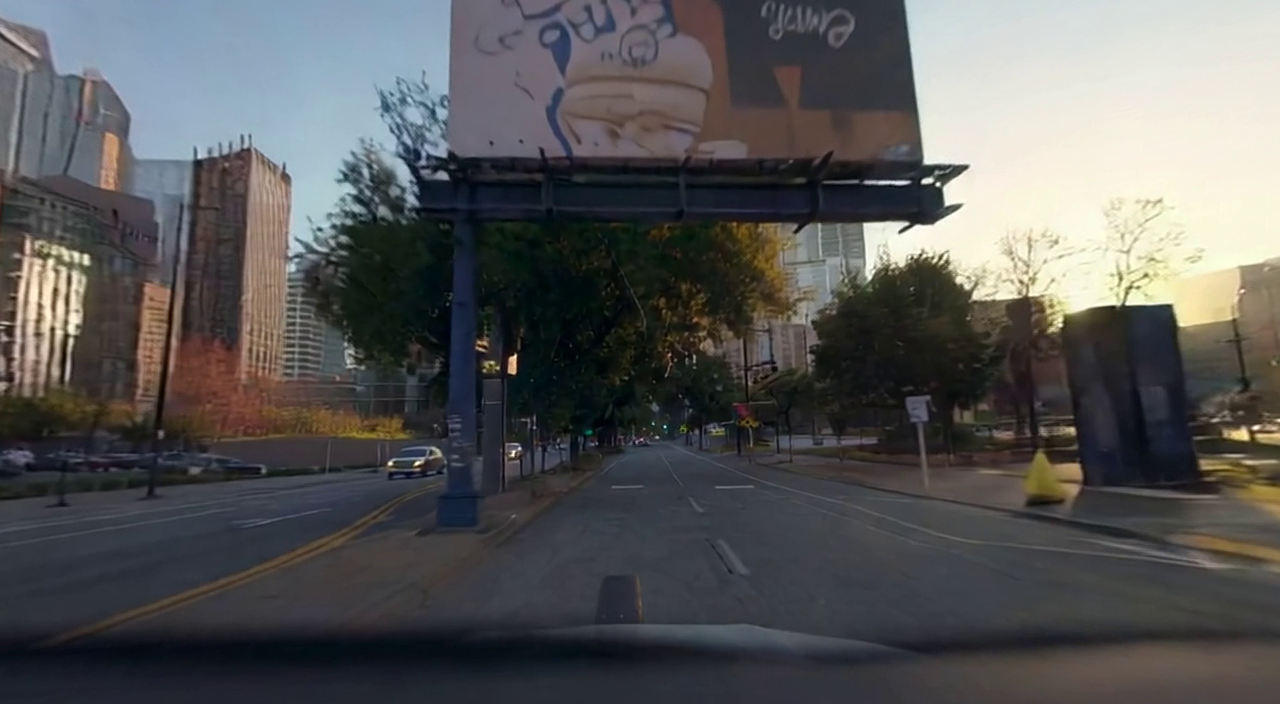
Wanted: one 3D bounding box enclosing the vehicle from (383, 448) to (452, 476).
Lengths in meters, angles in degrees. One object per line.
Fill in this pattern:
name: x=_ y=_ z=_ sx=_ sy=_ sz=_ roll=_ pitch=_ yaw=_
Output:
vehicle: x=-12.964 y=6.415 z=37.198 sx=2.132 sy=1.522 sz=4.646 roll=-1 pitch=-9 yaw=3
